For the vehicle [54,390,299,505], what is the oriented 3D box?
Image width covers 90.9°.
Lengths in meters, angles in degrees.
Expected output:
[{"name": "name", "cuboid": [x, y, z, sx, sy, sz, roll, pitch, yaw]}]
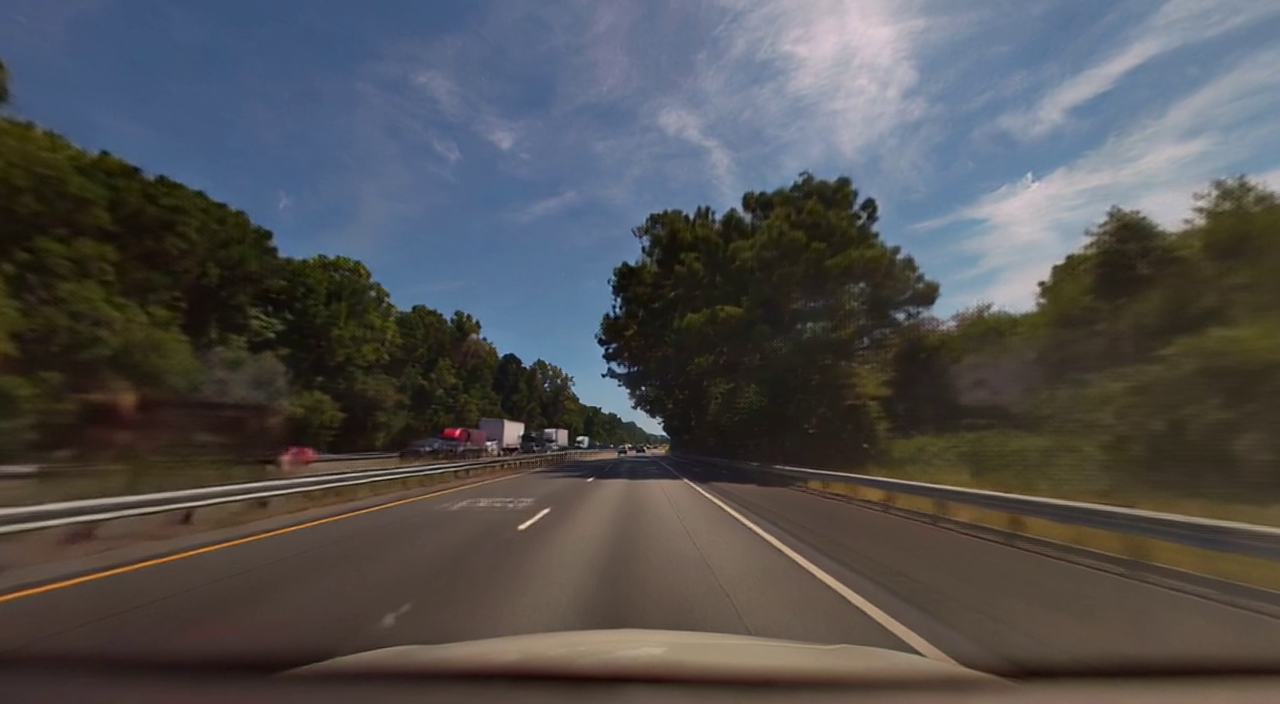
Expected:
[{"name": "vehicle", "cuboid": [-12.952, 2.790, 18.444, 2.518, 2.799, 5.948, 0, -9, 0]}]

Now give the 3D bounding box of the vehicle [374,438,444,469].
[{"name": "vehicle", "cuboid": [-12.505, 5.522, 34.470, 2.140, 1.563, 4.347, 0, -9, 1]}]

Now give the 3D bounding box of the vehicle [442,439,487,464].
[{"name": "vehicle", "cuboid": [-12.395, 7.103, 44.874, 1.966, 1.662, 4.366, 0, -9, 0]}]
